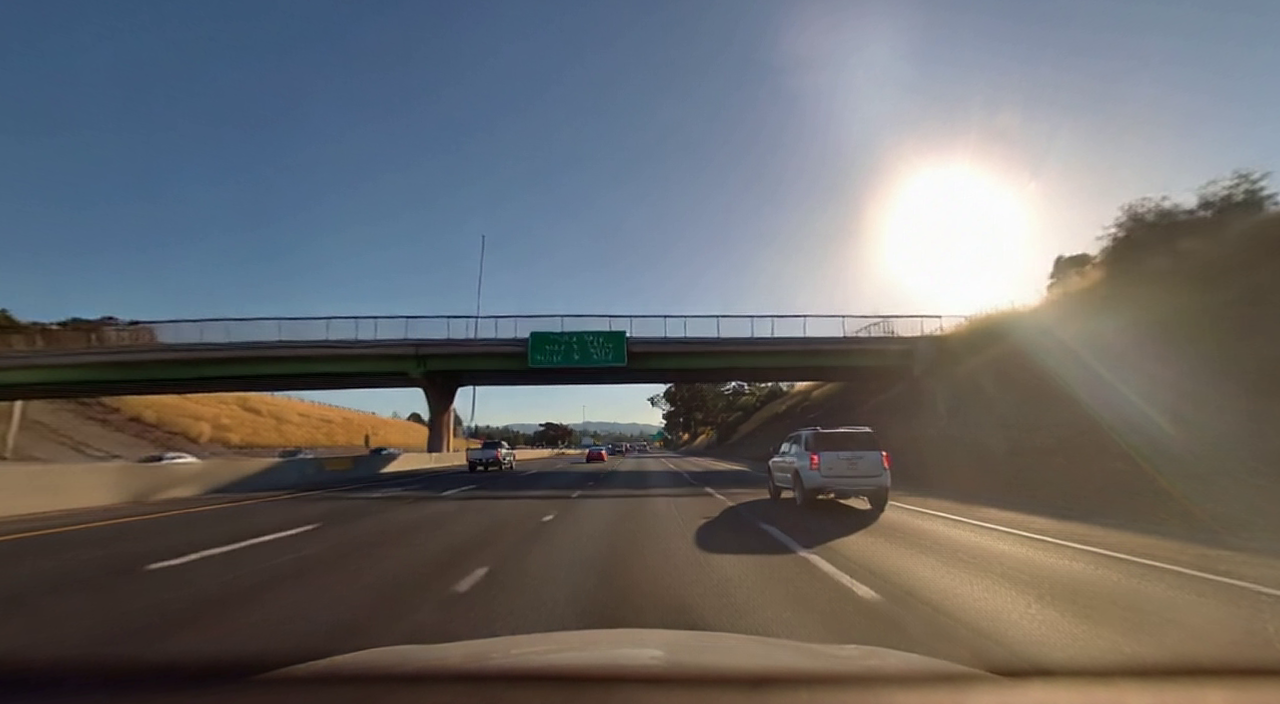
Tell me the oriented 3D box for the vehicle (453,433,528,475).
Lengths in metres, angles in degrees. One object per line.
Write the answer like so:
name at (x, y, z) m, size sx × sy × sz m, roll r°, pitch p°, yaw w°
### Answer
vehicle at (-7.422, 5.162, 32.036) m, size 2.341 × 1.959 × 5.684 m, roll 0°, pitch -9°, yaw 1°

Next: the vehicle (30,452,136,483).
vehicle at (-33.444, 6.908, 38.030) m, size 2.034 × 1.706 × 4.813 m, roll 0°, pitch -9°, yaw 0°

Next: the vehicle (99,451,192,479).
vehicle at (-29.818, 6.816, 38.184) m, size 1.949 × 1.561 × 4.541 m, roll 0°, pitch -9°, yaw 0°

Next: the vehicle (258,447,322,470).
vehicle at (-25.741, 7.853, 46.528) m, size 1.993 × 1.614 × 4.606 m, roll 0°, pitch -9°, yaw 1°

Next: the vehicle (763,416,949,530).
vehicle at (3.728, 2.176, 11.844) m, size 1.990 × 1.735 × 4.276 m, roll 0°, pitch -9°, yaw 0°
